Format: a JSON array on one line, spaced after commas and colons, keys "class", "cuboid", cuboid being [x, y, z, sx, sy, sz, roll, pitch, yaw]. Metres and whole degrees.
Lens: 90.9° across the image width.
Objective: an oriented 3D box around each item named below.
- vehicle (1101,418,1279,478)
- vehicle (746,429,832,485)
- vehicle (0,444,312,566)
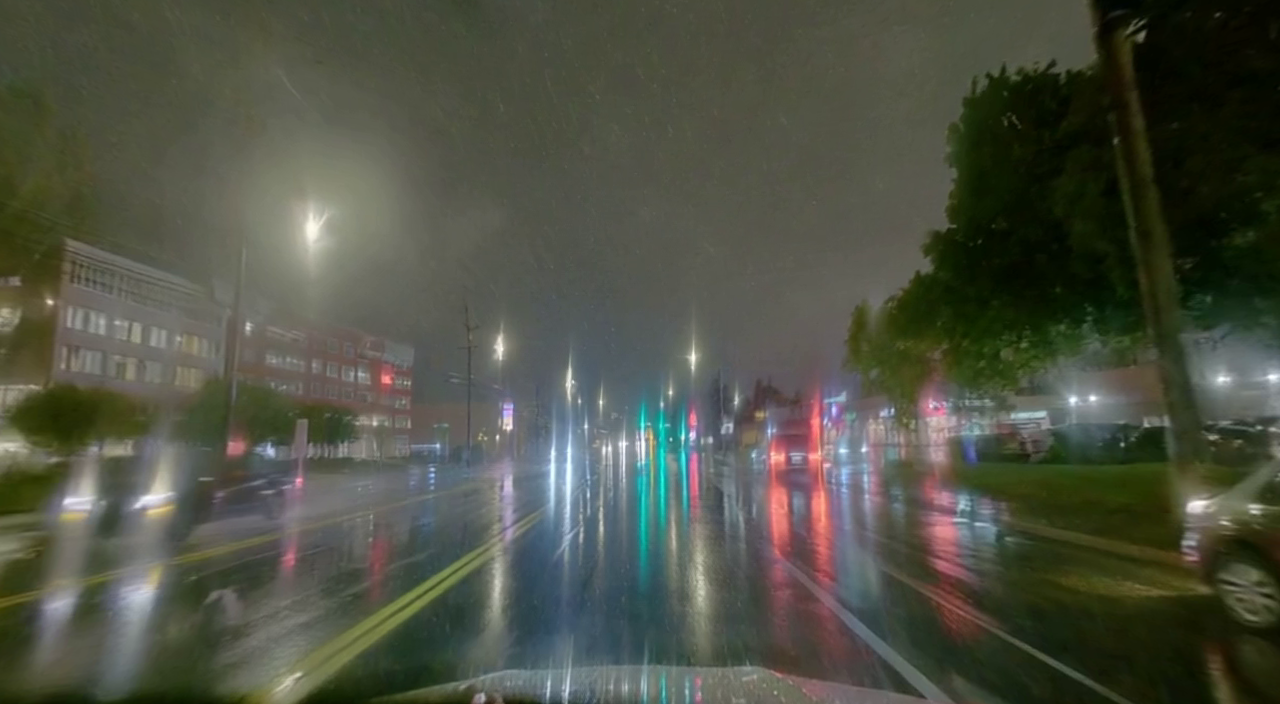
[{"class": "vehicle", "cuboid": [17.130, 2.985, 19.508, 4.159, 1.721, 1.994, 1, -9, -6]}, {"class": "vehicle", "cuboid": [5.452, 3.909, 23.732, 2.182, 1.850, 4.705, 0, -9, 2]}, {"class": "vehicle", "cuboid": [-7.389, 2.202, 9.979, 1.913, 1.464, 4.526, 0, -8, 0]}]
